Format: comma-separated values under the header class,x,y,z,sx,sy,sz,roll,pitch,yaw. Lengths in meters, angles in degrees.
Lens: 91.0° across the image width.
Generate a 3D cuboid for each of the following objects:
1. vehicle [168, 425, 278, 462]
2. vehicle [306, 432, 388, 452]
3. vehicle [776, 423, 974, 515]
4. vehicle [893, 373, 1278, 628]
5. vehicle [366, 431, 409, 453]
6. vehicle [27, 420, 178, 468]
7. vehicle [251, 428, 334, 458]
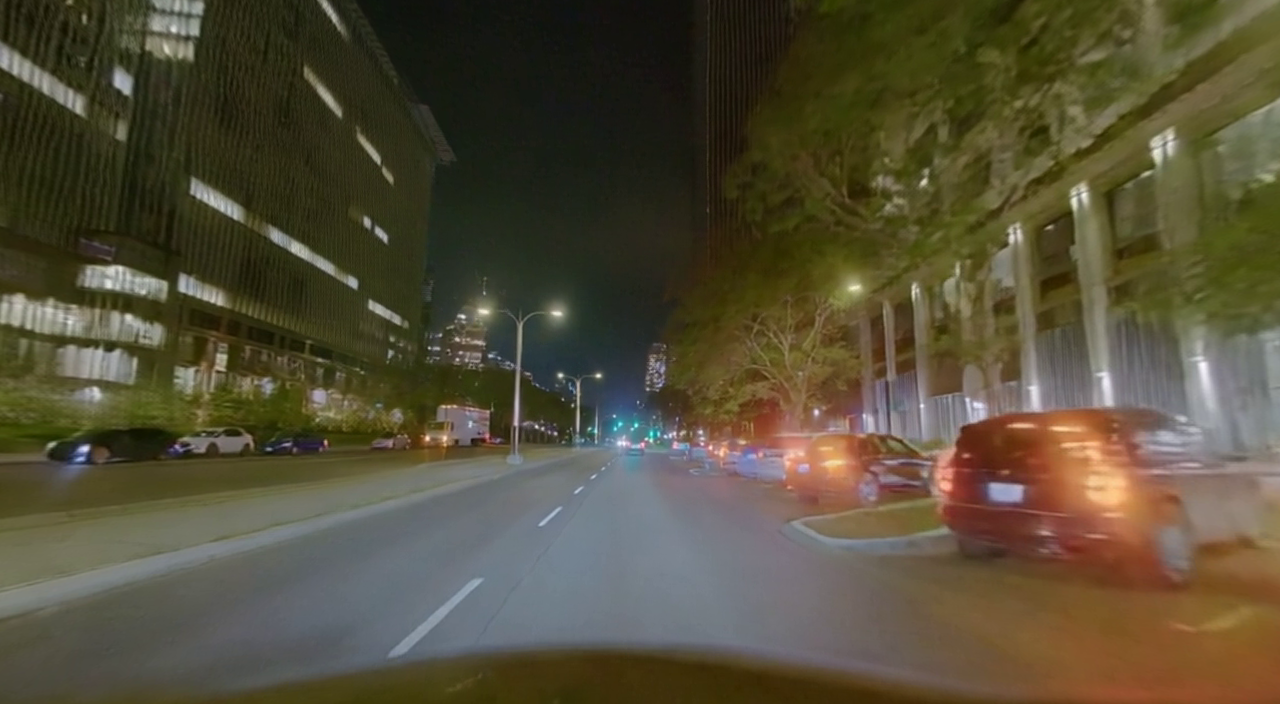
class,x,y,z,sx,sy,sz,roll,pitch,yaw
vehicle,-18.502,4.082,28.235,1.811,1.502,4.639,-1,-8,0
vehicle,-19.270,5.970,41.840,2.389,1.206,6.247,-1,-8,1
vehicle,4.646,2.213,12.400,3.531,1.529,1.903,5,-10,-35
vehicle,4.640,1.251,6.315,4.416,1.656,1.928,6,-10,-39
vehicle,-19.234,6.871,48.085,1.792,1.554,3.682,0,-8,-1
vehicle,-18.573,3.217,22.047,1.807,1.501,4.134,0,-8,-3
vehicle,-18.781,4.975,34.324,1.869,1.494,4.833,0,-8,-2
